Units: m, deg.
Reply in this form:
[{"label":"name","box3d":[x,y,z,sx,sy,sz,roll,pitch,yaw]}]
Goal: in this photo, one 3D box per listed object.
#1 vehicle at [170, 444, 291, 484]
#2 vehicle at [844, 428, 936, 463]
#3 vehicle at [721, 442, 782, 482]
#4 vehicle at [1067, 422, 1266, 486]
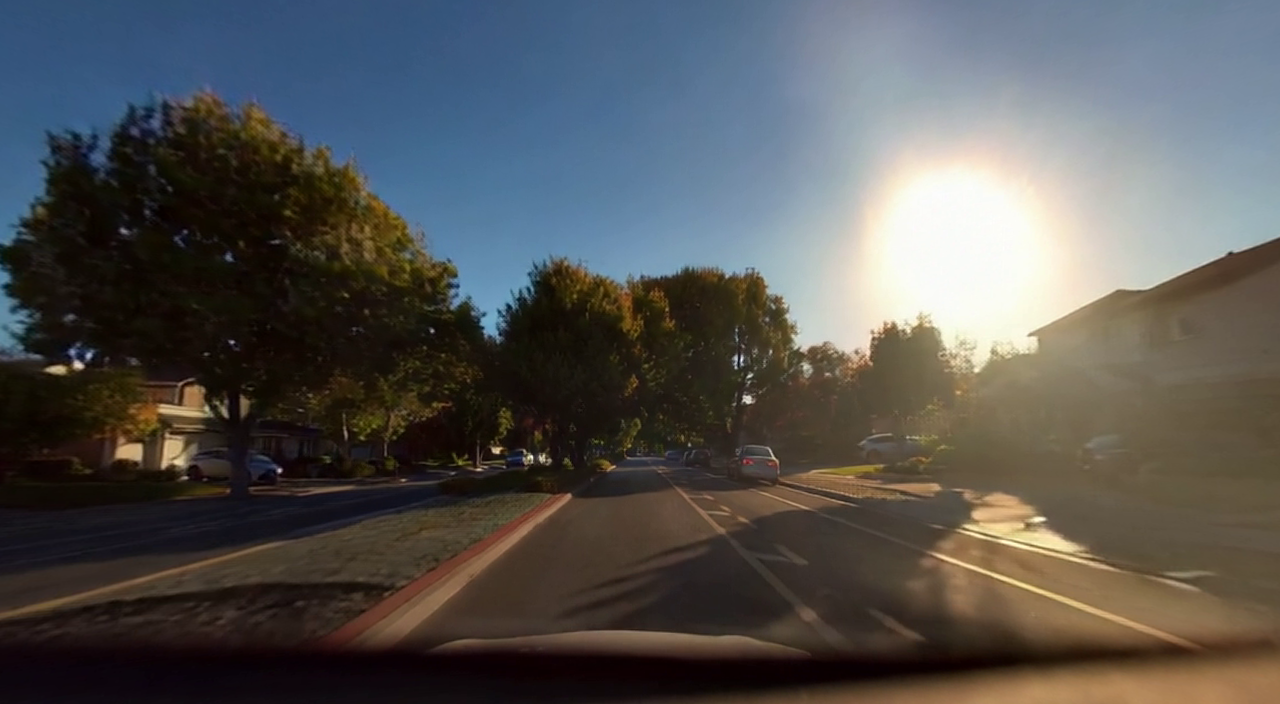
[{"label":"vehicle","box3d":[-20.383,5.583,31.614,4.564,1.895,2.221,-1,-9,6]},{"label":"vehicle","box3d":[15.841,5.983,40.255,4.921,2.117,2.249,-1,-9,2]},{"label":"vehicle","box3d":[5.097,5.084,29.553,2.001,1.693,4.311,0,-9,-1]},{"label":"vehicle","box3d":[15.386,3.002,18.677,4.010,1.751,1.922,-1,-9,3]}]
